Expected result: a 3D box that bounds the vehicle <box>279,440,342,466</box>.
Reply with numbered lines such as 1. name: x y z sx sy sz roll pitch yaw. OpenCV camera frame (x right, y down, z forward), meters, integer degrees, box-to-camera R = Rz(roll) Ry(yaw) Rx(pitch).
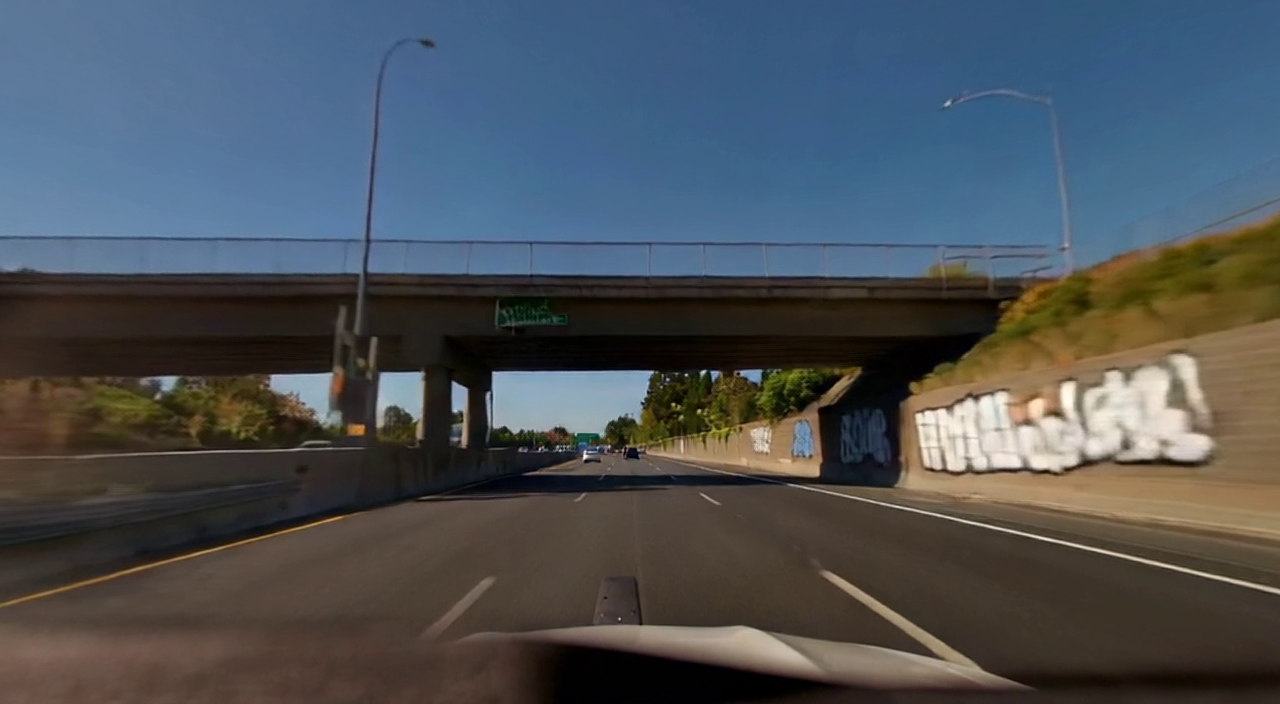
1. vehicle: -19.984 6.146 38.324 1.743 1.458 3.911 0 -9 -1
